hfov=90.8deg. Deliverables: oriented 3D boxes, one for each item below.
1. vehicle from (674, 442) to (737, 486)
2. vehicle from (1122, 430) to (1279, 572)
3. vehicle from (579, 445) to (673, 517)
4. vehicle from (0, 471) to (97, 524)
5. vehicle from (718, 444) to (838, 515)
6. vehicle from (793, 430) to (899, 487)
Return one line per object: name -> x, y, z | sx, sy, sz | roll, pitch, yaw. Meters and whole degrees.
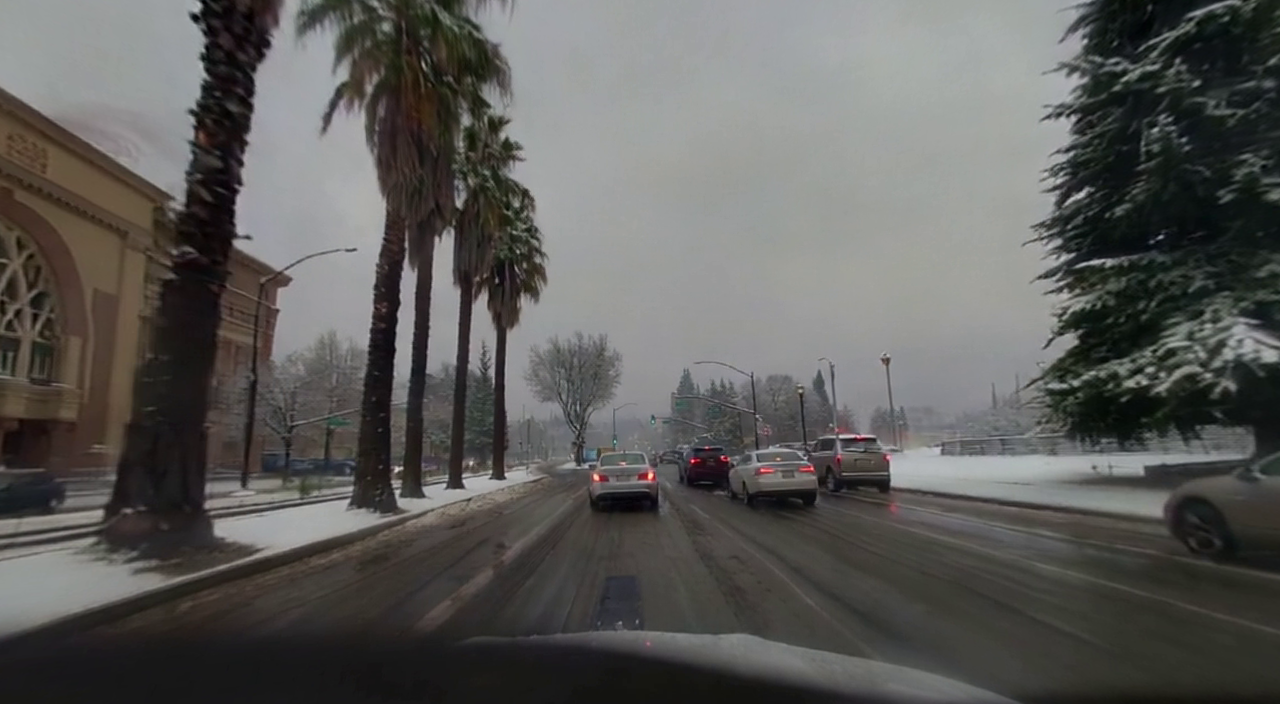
vehicle -> 3.083, 5.531, 31.681 | 2.127, 1.854, 7.971 | -1, -9, -1
vehicle -> 8.144, 1.588, 6.653 | 1.970, 1.559, 4.911 | 0, -8, -5
vehicle -> -0.336, 3.106, 15.729 | 2.050, 1.521, 3.747 | -1, -9, -1
vehicle -> -20.560, 4.701, 20.537 | 1.935, 1.479, 4.453 | 0, -9, -3
vehicle -> 3.201, 3.050, 15.597 | 1.833, 1.465, 4.258 | 0, -9, -2
vehicle -> 7.855, 4.090, 24.759 | 2.200, 1.933, 5.123 | -1, -8, -3
